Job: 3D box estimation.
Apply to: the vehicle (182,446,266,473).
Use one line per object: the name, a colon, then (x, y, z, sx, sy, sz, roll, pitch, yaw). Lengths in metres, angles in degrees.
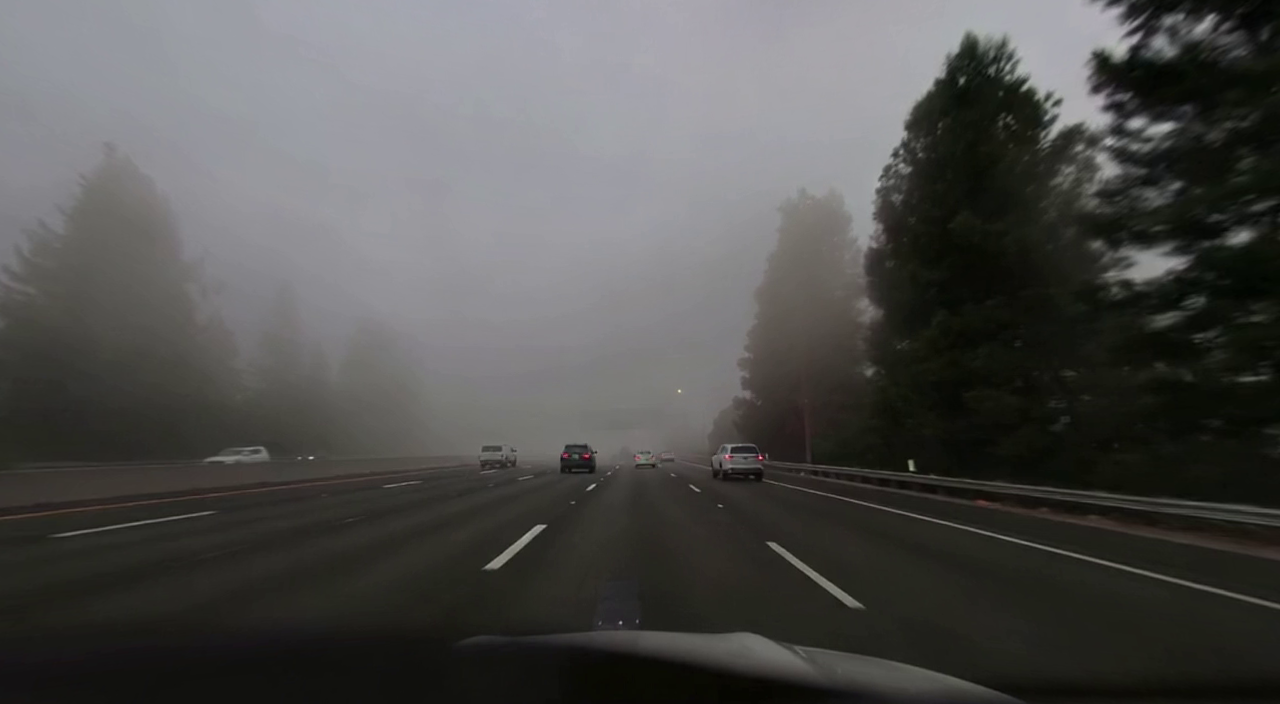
vehicle: (-28.196, 7.302, 42.939, 2.099, 1.673, 5.261, 0, -9, 1)

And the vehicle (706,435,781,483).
vehicle: (4.142, 4.380, 26.107, 2.218, 1.776, 4.807, 0, -9, 0)

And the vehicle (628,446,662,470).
vehicle: (0.337, 6.985, 41.724, 2.126, 1.529, 4.438, 0, -9, 1)

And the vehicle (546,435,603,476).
vehicle: (-3.299, 5.413, 33.114, 2.449, 1.929, 5.503, 0, -9, -1)
